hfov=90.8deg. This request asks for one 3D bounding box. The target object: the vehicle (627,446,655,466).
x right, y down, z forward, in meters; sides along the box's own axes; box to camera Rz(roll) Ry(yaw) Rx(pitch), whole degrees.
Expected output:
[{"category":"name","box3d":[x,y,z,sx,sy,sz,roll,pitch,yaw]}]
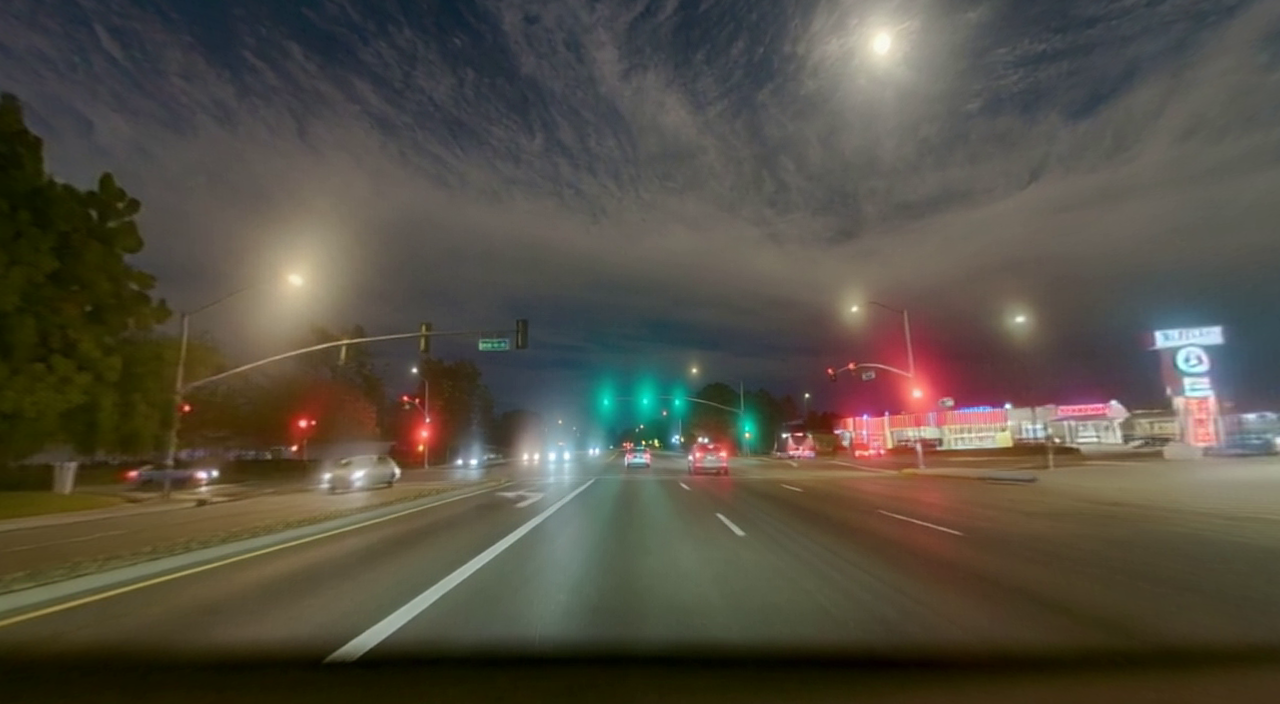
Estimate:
[{"category":"vehicle","box3d":[0.029,8.192,49.855,2.135,1.468,4.076,0,-9,-1]}]

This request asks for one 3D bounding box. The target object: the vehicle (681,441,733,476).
[{"category":"vehicle","box3d":[3.286,5.316,31.817,2.022,1.643,4.326,0,-9,-2]}]

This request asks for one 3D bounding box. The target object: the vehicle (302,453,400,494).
[{"category":"vehicle","box3d":[-11.722,4.941,26.027,1.891,1.481,4.533,0,-9,0]}]

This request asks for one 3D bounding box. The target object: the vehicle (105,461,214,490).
[{"category":"vehicle","box3d":[-30.657,7.881,40.450,5.007,1.652,2.378,0,-9,-1]}]
